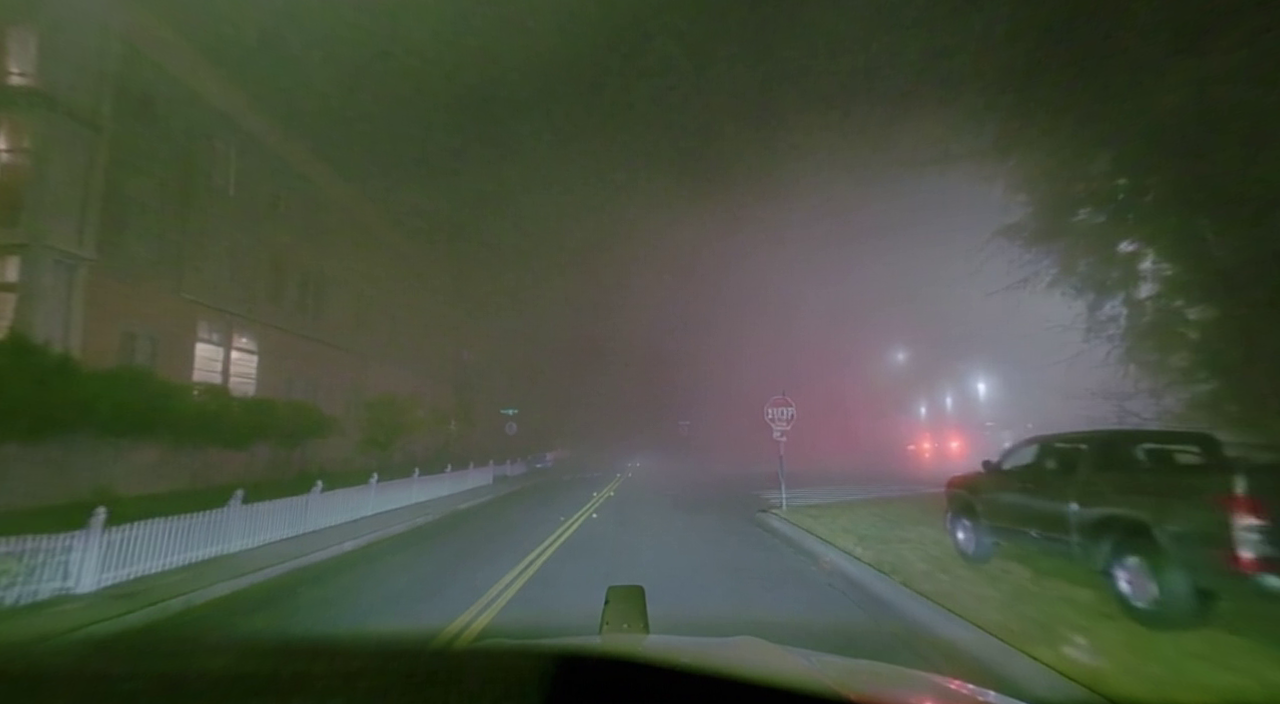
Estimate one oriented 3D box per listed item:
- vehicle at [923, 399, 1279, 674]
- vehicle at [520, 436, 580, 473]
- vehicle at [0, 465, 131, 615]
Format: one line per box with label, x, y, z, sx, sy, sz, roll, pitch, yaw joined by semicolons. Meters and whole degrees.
vehicle;4.612;1.299;5.357;2.109;1.500;5.070;0;-8;1
vehicle;-5.119;5.864;36.694;2.308;1.899;6.107;-2;-8;3
vehicle;-8.630;2.052;7.084;4.063;1.483;1.939;0;-9;-1
